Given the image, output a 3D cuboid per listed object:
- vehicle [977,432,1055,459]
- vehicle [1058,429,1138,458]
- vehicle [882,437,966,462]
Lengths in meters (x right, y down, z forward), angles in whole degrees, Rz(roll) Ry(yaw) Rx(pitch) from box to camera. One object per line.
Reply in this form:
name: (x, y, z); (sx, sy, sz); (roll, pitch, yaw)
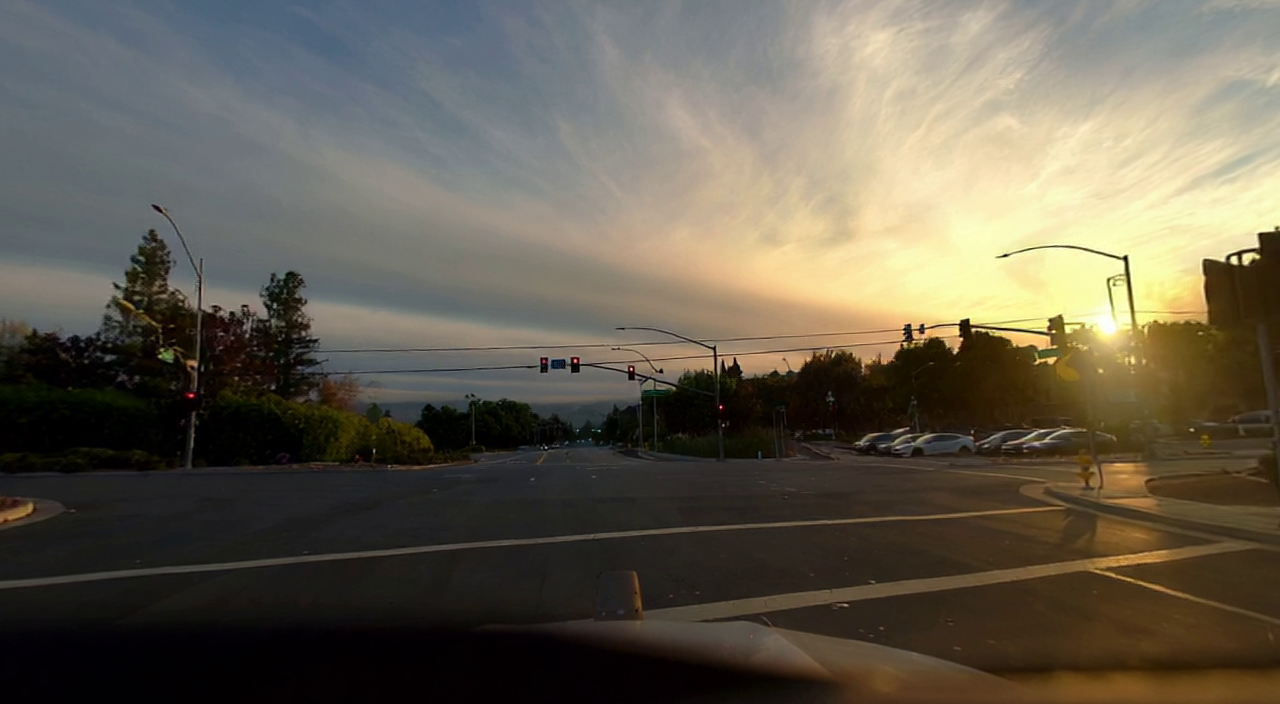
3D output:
vehicle: (26.956, 6.730, 45.253); (5.032, 1.828, 2.183); (4, -9, -24)
vehicle: (36.109, 7.212, 49.739); (6.148, 2.119, 2.473); (4, -10, -28)
vehicle: (18.710, 6.428, 41.614); (5.234, 1.549, 1.982); (4, -9, -24)
